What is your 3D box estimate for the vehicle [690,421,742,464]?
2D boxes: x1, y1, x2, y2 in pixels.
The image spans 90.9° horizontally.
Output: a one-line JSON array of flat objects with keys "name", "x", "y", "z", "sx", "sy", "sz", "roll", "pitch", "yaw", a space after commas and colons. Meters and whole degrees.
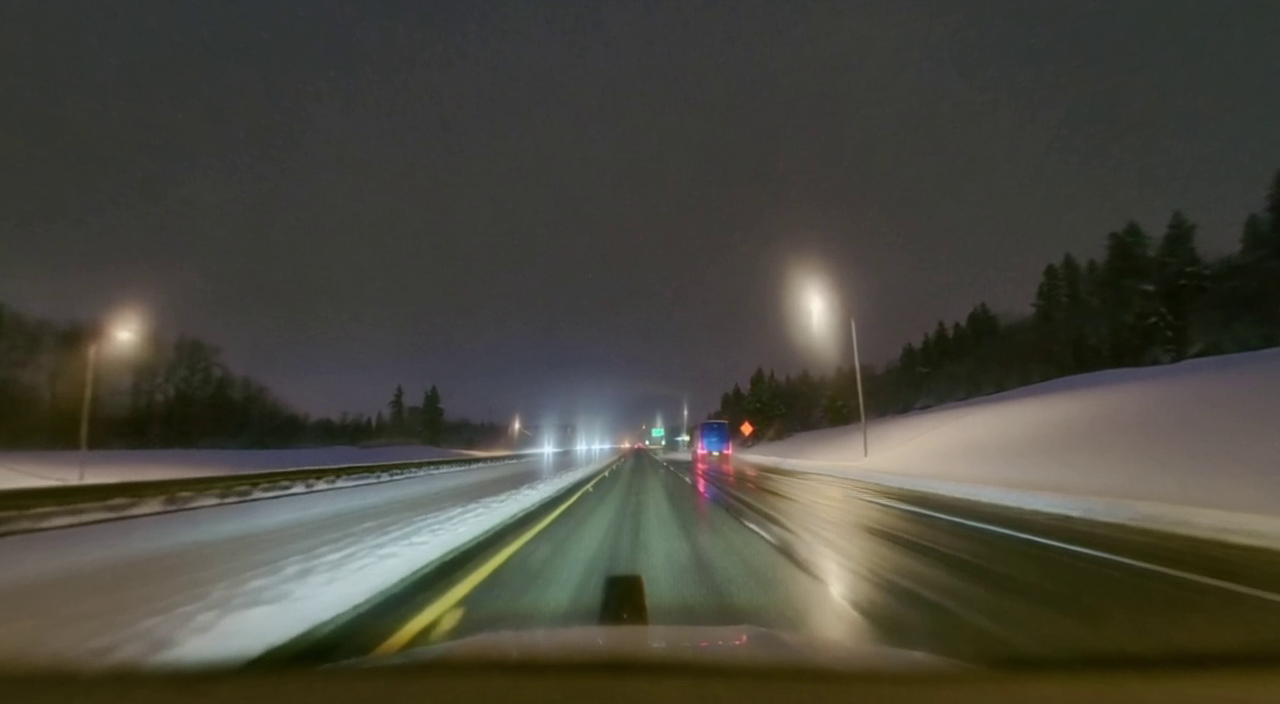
[{"name": "vehicle", "x": 4.641, "y": 5.728, "z": 39.760, "sx": 2.430, "sy": 2.495, "sz": 6.062, "roll": 0, "pitch": -8, "yaw": -1}]
